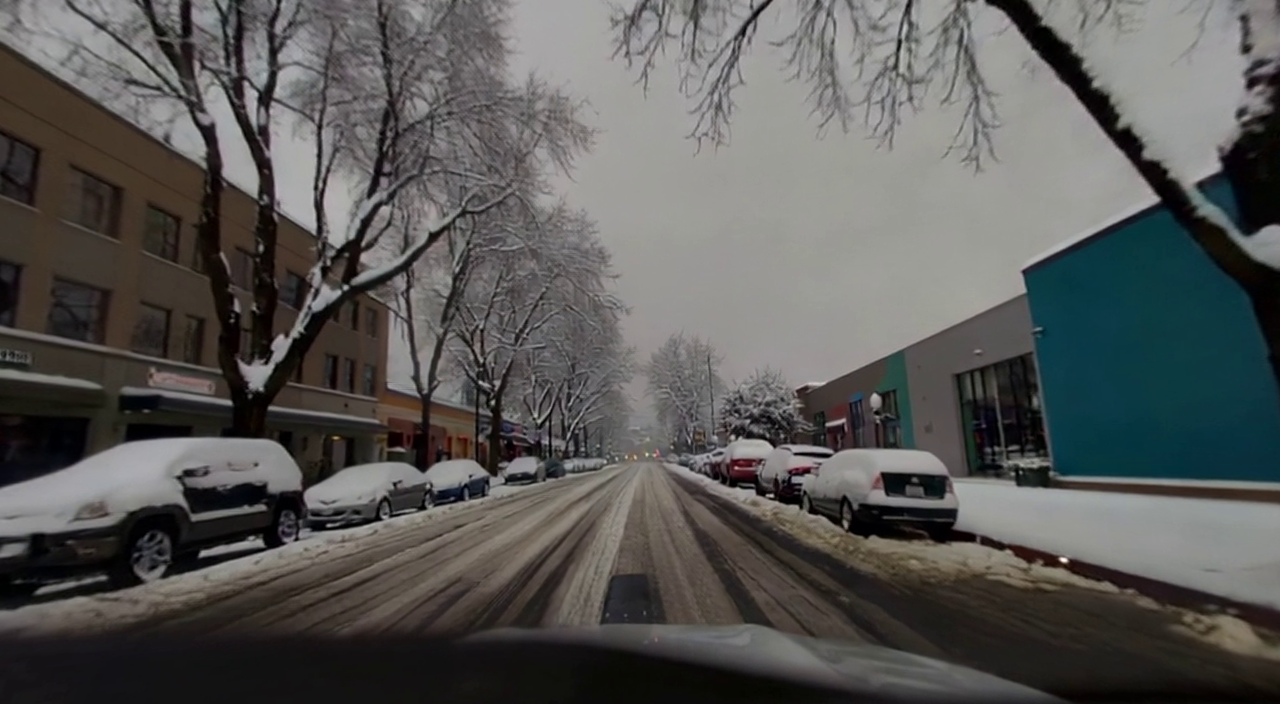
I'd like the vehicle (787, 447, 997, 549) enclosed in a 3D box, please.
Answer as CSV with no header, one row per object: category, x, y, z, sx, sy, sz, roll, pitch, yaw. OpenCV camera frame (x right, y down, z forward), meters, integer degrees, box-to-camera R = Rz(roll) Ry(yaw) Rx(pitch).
vehicle,4.344,2.573,11.914,1.973,1.494,4.867,0,-9,0

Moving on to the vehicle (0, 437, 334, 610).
vehicle,-6.924,2.299,9.665,2.238,1.891,4.780,-1,-7,-2

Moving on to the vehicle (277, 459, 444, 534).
vehicle,-6.956,3.616,16.432,2.001,1.502,4.851,-1,-8,2

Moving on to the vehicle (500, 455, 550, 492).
vehicle,-6.463,6.873,36.046,1.996,1.770,5.518,-2,-9,-2
